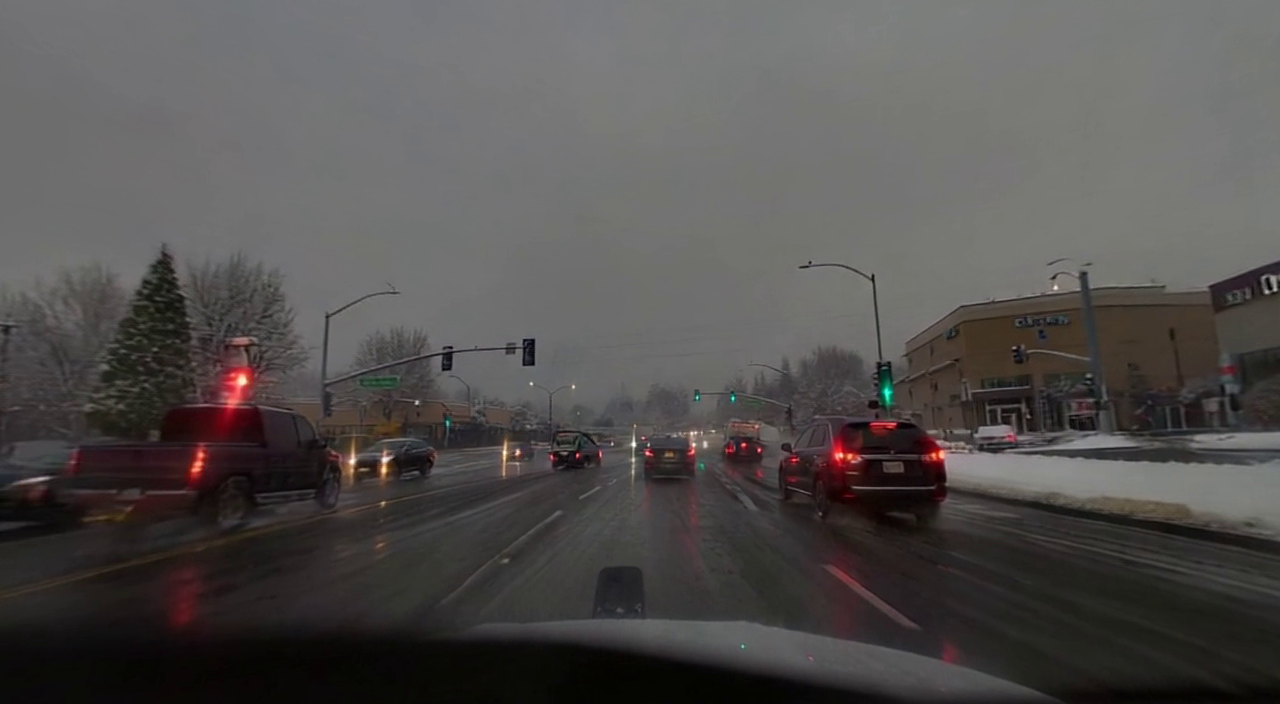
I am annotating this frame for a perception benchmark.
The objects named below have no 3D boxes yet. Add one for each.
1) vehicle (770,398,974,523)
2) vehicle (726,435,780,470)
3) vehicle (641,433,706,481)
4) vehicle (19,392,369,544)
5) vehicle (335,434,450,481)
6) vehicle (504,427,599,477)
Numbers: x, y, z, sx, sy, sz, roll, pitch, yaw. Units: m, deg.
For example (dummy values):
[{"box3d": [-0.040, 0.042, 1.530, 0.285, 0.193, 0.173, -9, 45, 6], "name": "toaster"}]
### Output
[{"box3d": [4.153, 2.071, 12.506, 2.267, 1.931, 5.145, -1, -8, 3], "name": "vehicle"}, {"box3d": [5.181, 4.675, 29.552, 2.149, 1.532, 4.168, -1, -8, 5], "name": "vehicle"}, {"box3d": [1.185, 3.603, 21.940, 2.057, 1.492, 3.825, -1, -8, 4], "name": "vehicle"}, {"box3d": [-6.600, 1.788, 10.278, 2.127, 1.888, 4.637, -1, -8, 2], "name": "vehicle"}, {"box3d": [-8.625, 3.719, 22.528, 2.017, 1.472, 4.418, -1, -8, 5], "name": "vehicle"}, {"box3d": [-3.293, 3.874, 24.716, 2.088, 1.746, 4.650, -2, -9, 14], "name": "vehicle"}]
